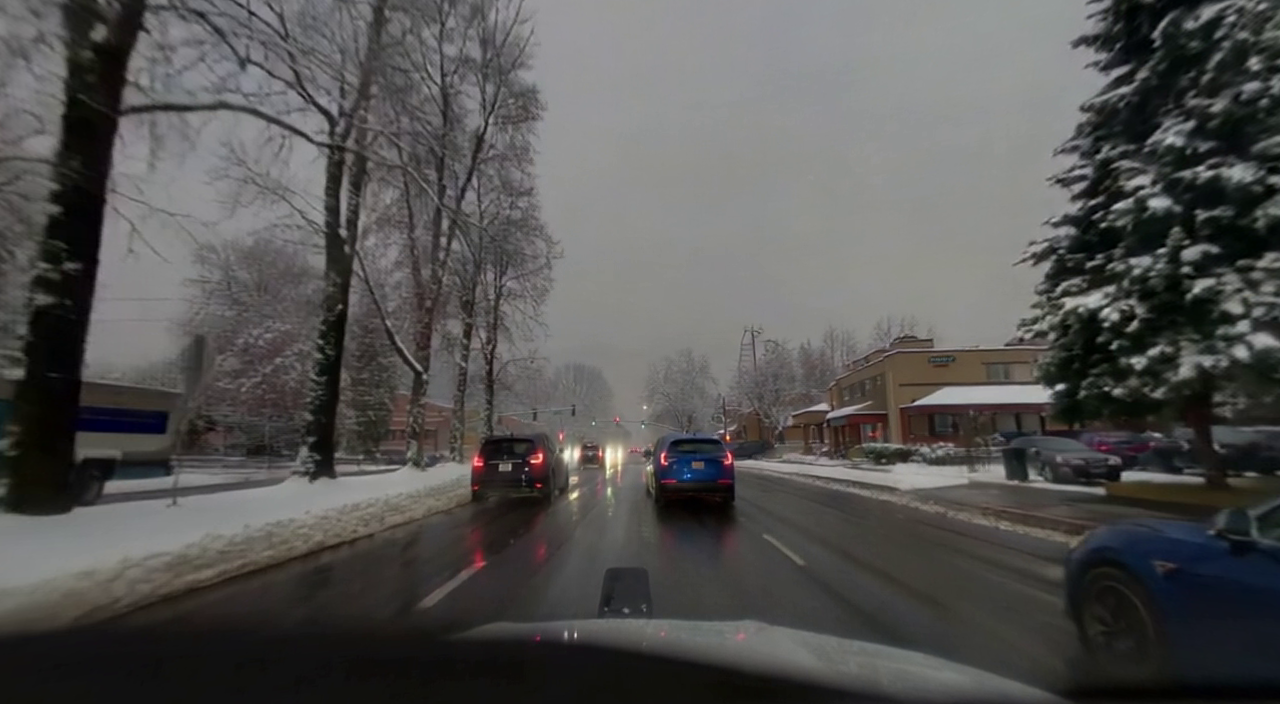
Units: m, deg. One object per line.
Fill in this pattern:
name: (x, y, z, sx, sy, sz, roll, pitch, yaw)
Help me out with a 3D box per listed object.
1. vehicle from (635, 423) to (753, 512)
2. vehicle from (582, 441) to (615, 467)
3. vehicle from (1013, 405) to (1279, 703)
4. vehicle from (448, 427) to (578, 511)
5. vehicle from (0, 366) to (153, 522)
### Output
vehicle: (1.062, 2.660, 14.859, 2.280, 1.747, 4.361, 1, -9, -2)
vehicle: (-2.880, 7.205, 44.513, 2.014, 1.755, 4.360, 0, -9, 1)
vehicle: (3.580, 0.887, 1.999, 2.017, 1.491, 4.611, 0, -9, 1)
vehicle: (-2.802, 2.736, 15.128, 2.043, 1.687, 4.676, 0, -9, 1)
vehicle: (-15.123, 1.789, 12.351, 2.901, 3.276, 9.720, 0, -9, 3)
